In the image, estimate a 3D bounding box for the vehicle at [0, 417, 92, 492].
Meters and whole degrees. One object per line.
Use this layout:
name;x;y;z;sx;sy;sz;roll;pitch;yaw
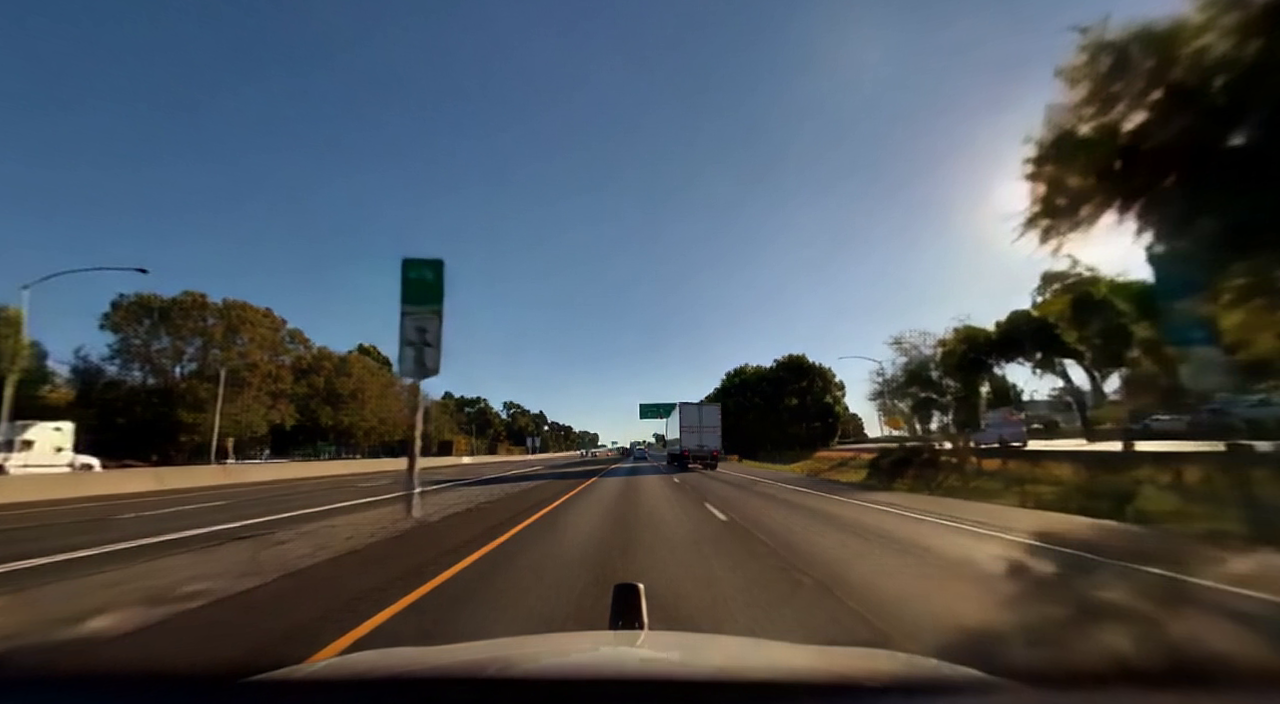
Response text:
vehicle;-28.416;4.693;28.589;2.809;2.981;7.530;3;-10;-23

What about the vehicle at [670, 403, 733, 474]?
vehicle;3.946;6.110;43.779;3.185;4.154;12.638;0;-9;0
